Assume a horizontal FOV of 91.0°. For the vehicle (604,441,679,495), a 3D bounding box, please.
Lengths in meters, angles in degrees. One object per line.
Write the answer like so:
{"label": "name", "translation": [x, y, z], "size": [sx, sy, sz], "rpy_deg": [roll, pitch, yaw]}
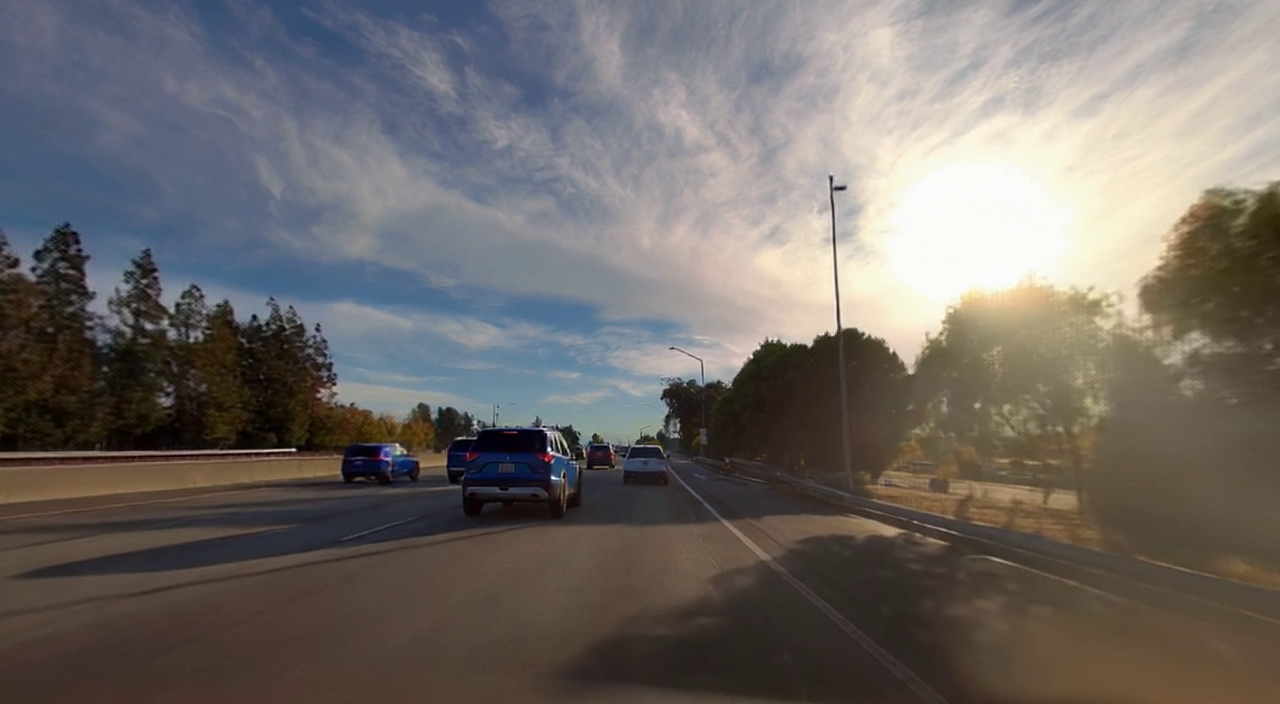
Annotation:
{"label": "vehicle", "translation": [0.089, 3.524, 19.535], "size": [2.068, 1.488, 4.045], "rpy_deg": [0, -9, 1]}

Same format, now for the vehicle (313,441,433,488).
{"label": "vehicle", "translation": [-9.316, 3.946, 22.487], "size": [2.126, 1.480, 4.589], "rpy_deg": [0, -9, 3]}

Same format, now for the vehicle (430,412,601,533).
{"label": "vehicle", "translation": [-1.997, 2.114, 11.546], "size": [2.123, 1.798, 4.108], "rpy_deg": [0, -9, 2]}
